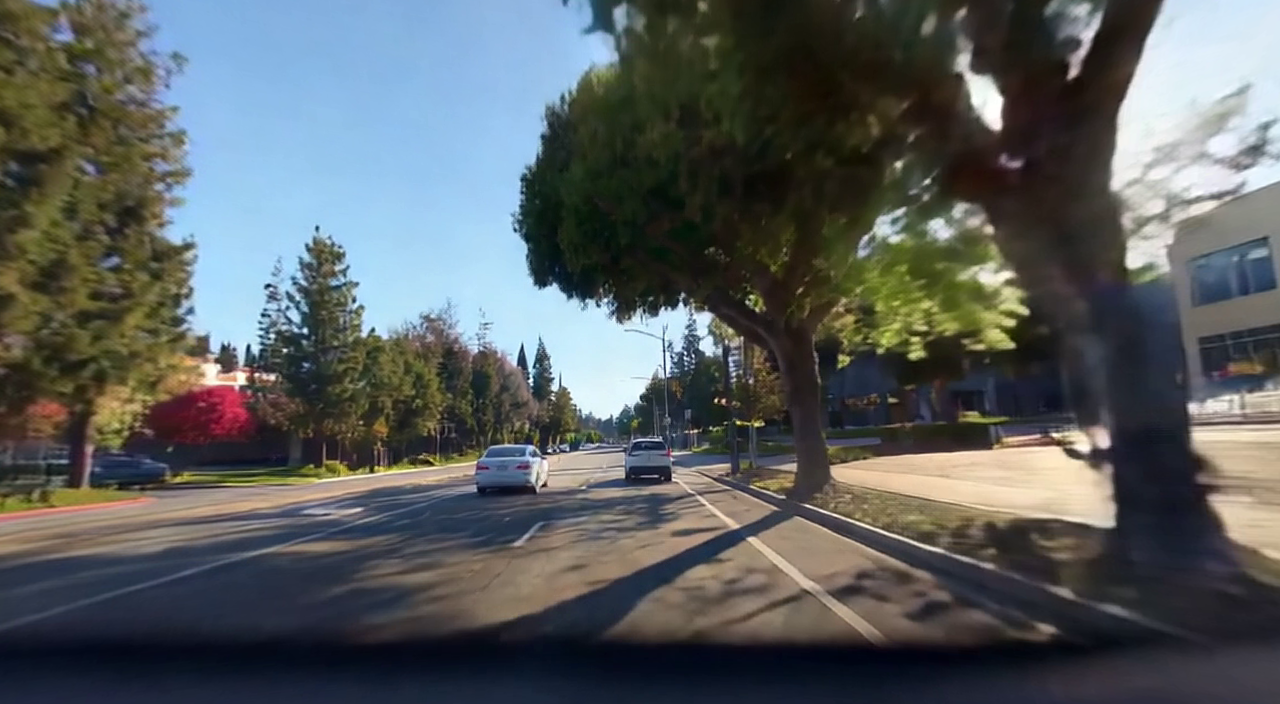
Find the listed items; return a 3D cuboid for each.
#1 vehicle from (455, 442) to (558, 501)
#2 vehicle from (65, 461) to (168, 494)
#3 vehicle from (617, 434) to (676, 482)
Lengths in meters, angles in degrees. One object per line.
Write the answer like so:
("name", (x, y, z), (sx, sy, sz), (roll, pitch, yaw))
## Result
("vehicle", (-3.630, 3.302, 17.893), (2.036, 1.447, 4.044), (0, -8, 0))
("vehicle", (-28.059, 6.713, 33.938), (1.826, 1.464, 4.533), (0, -8, -3))
("vehicle", (0.181, 4.306, 25.871), (2.215, 1.799, 4.426), (0, -8, -1))
